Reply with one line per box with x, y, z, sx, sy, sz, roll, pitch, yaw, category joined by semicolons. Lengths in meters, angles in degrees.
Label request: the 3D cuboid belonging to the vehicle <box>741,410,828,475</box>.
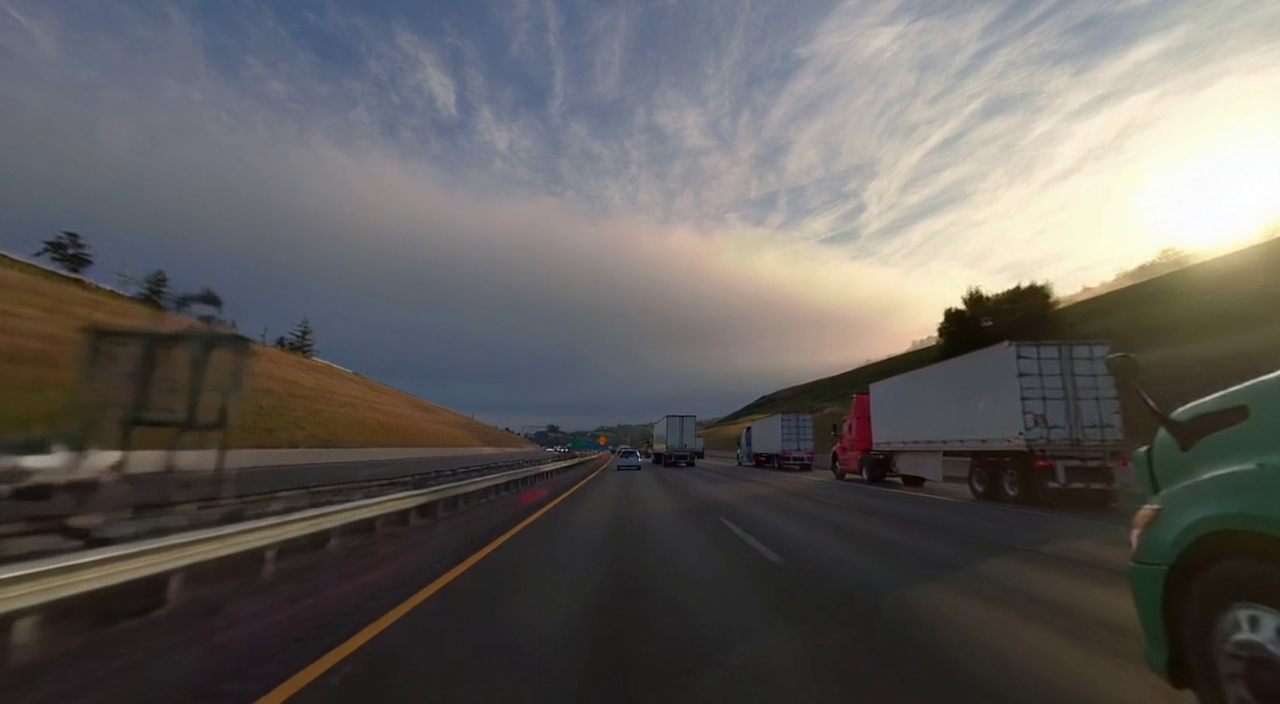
10.390;6.928;47.628;2.854;4.112;14.088;0;-9;-2;vehicle

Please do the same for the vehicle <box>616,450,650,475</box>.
-0.454;6.660;38.257;1.927;1.437;3.794;0;-9;-1;vehicle

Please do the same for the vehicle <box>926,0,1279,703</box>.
3.567;-0.357;1.171;2.990;3.934;6.180;0;-9;0;vehicle
